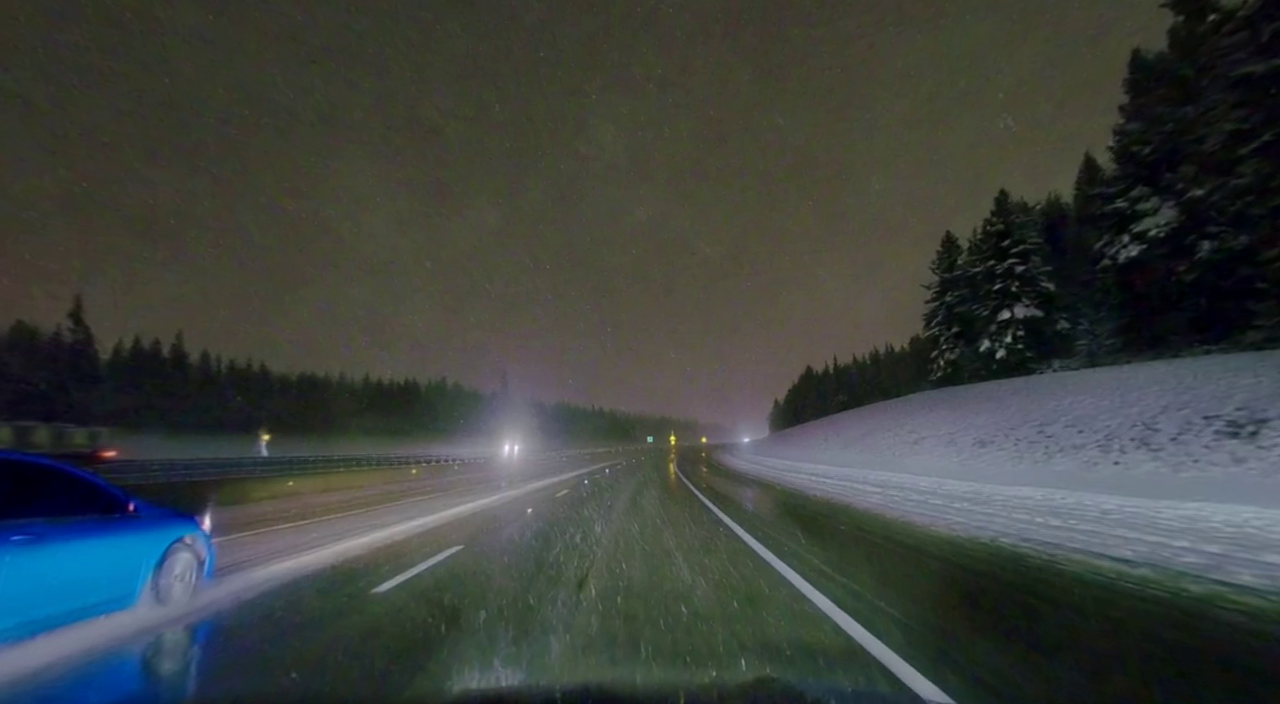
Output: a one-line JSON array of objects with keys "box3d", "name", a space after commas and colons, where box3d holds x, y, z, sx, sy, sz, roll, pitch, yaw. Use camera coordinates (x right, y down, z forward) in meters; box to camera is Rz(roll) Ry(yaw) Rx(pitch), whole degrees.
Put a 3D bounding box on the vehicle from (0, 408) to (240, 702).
[{"box3d": [-4.280, 1.052, 3.252, 1.928, 1.504, 3.745, 0, -9, 0], "name": "vehicle"}]
